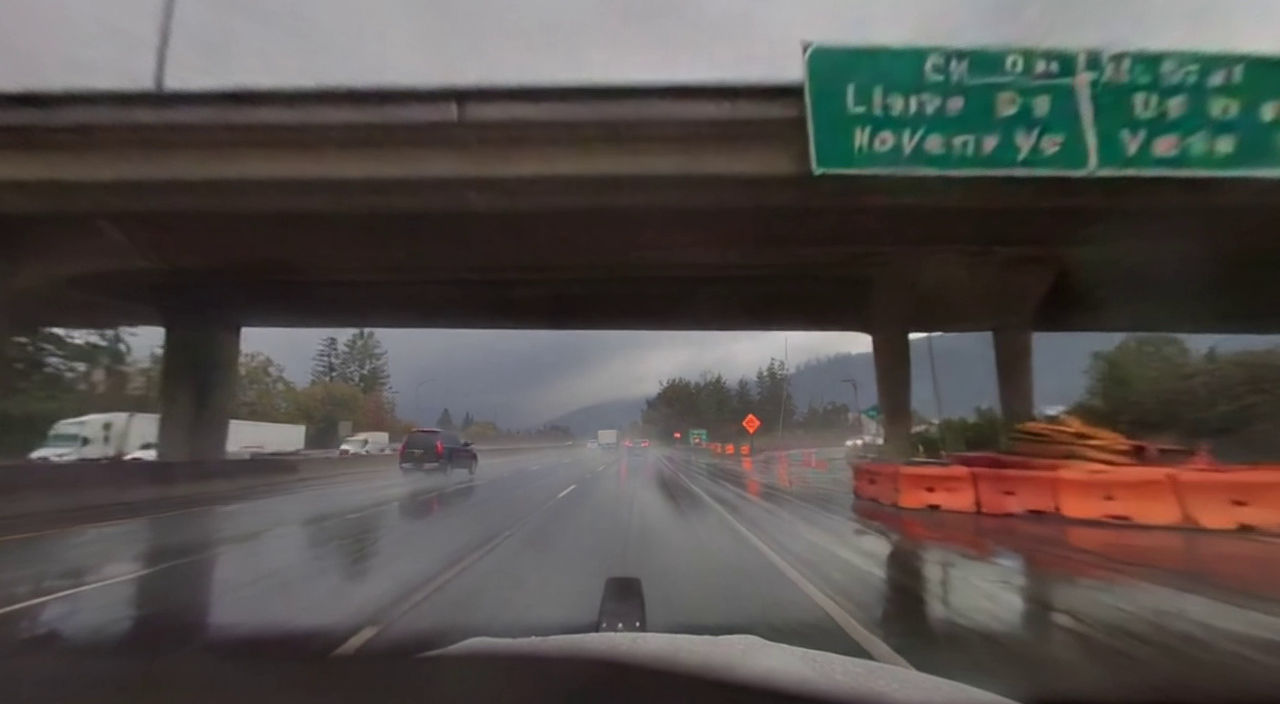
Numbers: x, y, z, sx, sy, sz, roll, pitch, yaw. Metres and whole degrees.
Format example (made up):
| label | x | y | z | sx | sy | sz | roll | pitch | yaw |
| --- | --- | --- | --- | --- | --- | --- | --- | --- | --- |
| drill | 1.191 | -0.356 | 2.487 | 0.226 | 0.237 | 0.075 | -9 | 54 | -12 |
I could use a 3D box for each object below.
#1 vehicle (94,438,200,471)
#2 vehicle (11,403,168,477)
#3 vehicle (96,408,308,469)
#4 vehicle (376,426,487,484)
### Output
| label | x | y | z | sx | sy | sz | roll | pitch | yaw |
| --- | --- | --- | --- | --- | --- | --- | --- | --- | --- |
| vehicle | -25.828 | 5.369 | 33.205 | 1.832 | 1.611 | 4.353 | -1 | -9 | 4 |
| vehicle | -29.937 | 4.853 | 34.669 | 3.023 | 3.710 | 5.853 | 0 | -8 | 2 |
| vehicle | -29.908 | 6.295 | 45.114 | 2.884 | 3.515 | 17.319 | 0 | -9 | 0 |
| vehicle | -7.015 | 3.544 | 21.901 | 2.103 | 1.775 | 4.966 | 0 | -8 | 1 |
